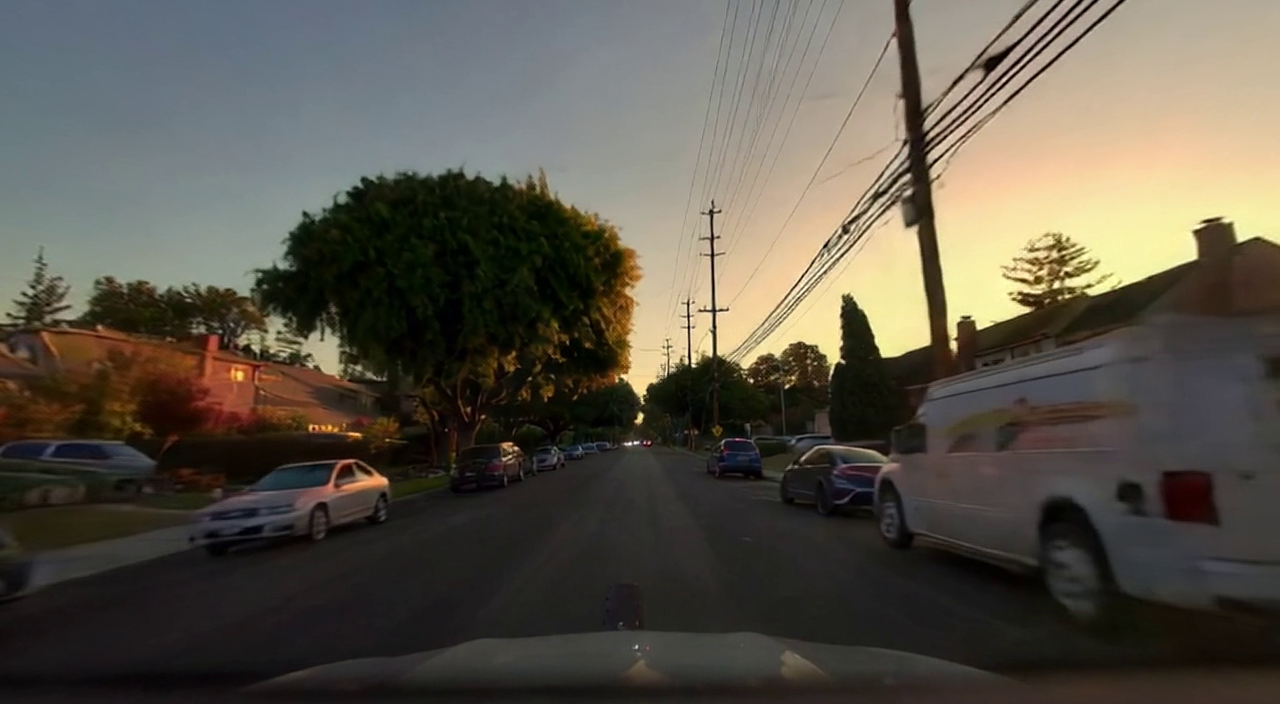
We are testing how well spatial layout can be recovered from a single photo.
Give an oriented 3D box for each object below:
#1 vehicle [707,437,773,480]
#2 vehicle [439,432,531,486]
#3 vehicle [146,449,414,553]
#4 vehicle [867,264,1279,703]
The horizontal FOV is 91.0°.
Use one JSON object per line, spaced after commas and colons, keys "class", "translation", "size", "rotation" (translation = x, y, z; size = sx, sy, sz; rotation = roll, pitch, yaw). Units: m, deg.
{"class": "vehicle", "translation": [3.878, 4.195, 25.031], "size": [1.848, 1.550, 4.054], "rotation": [0, -9, -1]}
{"class": "vehicle", "translation": [-6.037, 4.249, 25.315], "size": [2.322, 1.913, 5.582], "rotation": [0, -9, -1]}
{"class": "vehicle", "translation": [-6.078, 2.528, 11.518], "size": [2.048, 1.438, 4.728], "rotation": [-1, -9, 1]}
{"class": "vehicle", "translation": [4.136, 1.066, 5.392], "size": [2.396, 2.164, 5.381], "rotation": [0, -9, 1]}
